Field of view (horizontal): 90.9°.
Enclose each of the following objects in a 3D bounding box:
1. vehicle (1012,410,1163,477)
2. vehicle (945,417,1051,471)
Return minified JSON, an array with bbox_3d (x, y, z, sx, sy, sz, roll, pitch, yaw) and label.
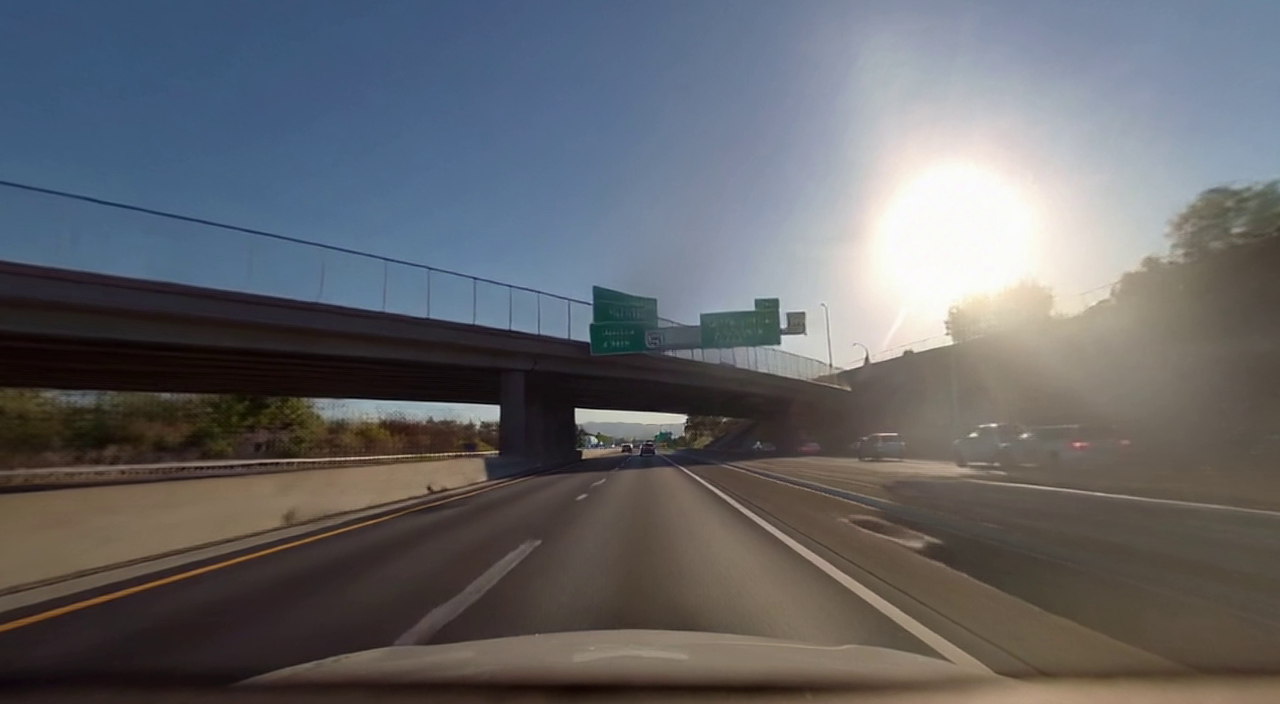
[{"bbox_3d":[27.520,5.742,39.517,3.034,3.655,8.487,-1,-8,0],"label":"vehicle"},{"bbox_3d":[27.363,7.153,48.820,2.998,3.768,8.212,0,-9,-2],"label":"vehicle"}]
